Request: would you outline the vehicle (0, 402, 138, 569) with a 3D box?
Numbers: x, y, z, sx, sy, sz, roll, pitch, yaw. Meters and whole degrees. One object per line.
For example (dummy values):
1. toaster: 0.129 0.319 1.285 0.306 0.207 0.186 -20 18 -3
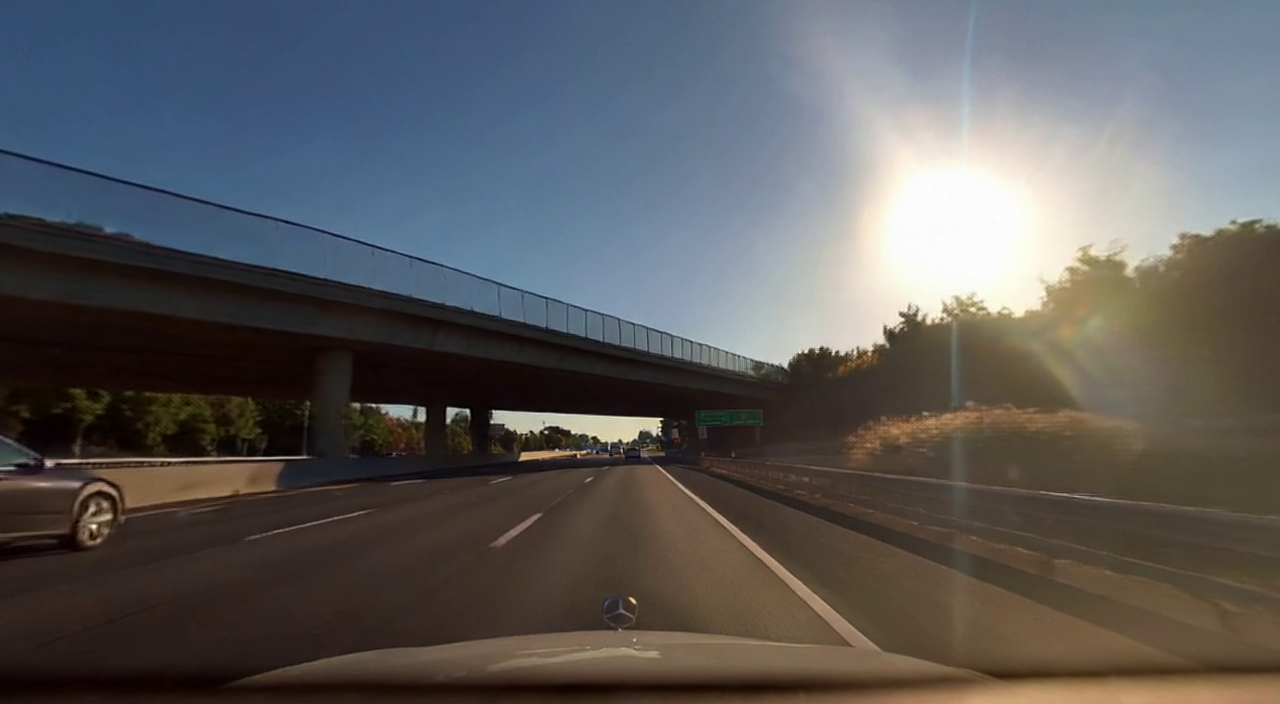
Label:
1. vehicle: -8.128 1.375 6.334 2.231 1.807 4.758 0 -8 0
